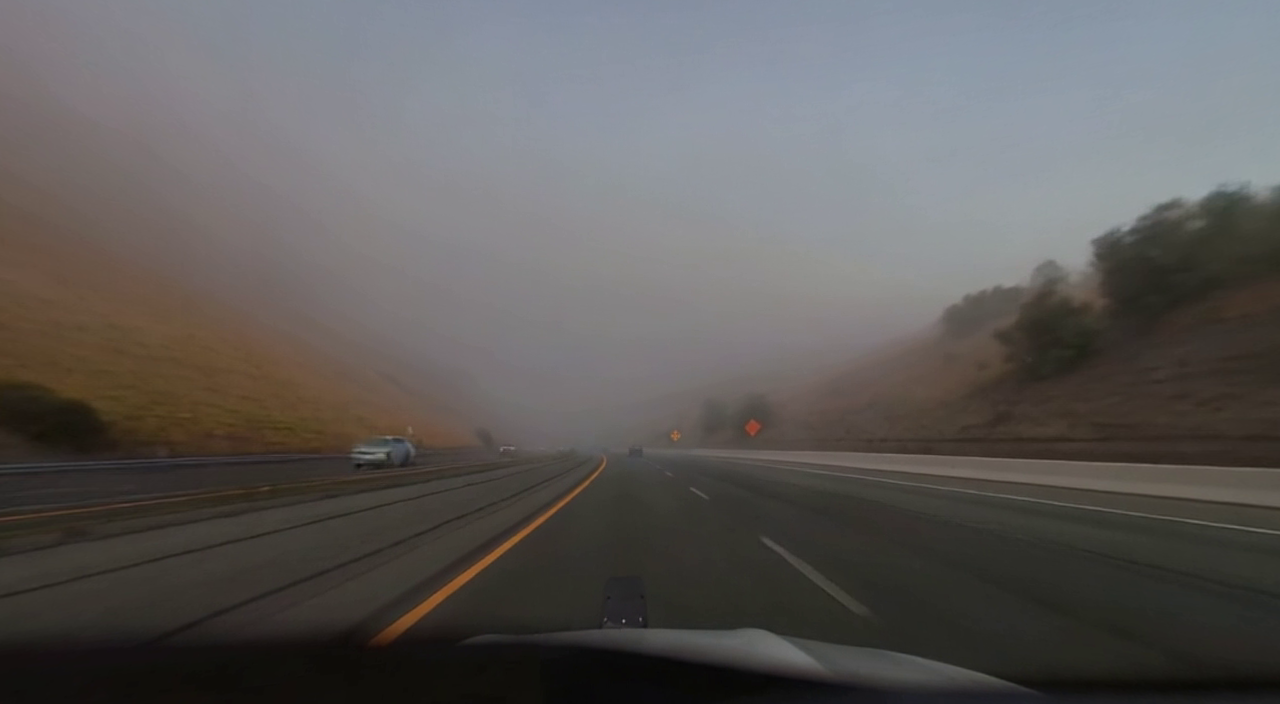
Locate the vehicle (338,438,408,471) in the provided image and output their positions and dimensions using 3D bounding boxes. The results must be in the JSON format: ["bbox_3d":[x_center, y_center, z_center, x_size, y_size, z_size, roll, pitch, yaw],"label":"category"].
[{"bbox_3d":[-15.107,5.800,35.987,2.008,1.721,4.625,0,-9,-1],"label":"vehicle"}]
